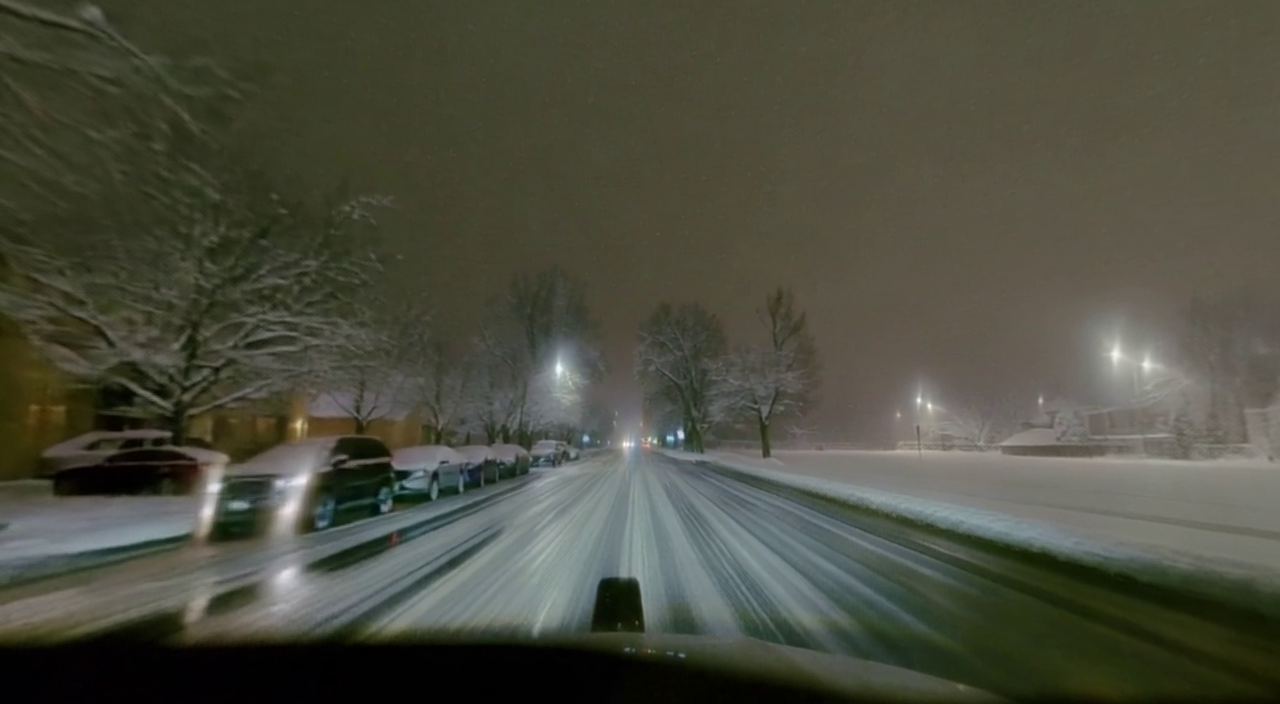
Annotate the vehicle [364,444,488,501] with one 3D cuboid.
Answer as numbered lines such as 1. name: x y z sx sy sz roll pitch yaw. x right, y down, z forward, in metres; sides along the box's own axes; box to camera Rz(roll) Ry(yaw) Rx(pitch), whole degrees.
1. vehicle: -6.505 3.678 19.871 2.074 1.502 5.098 0 -8 0

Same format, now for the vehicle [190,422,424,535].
1. vehicle: -6.501 2.516 13.211 2.020 1.842 5.116 1 -8 1

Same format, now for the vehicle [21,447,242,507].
1. vehicle: -13.869 3.414 17.426 4.189 1.450 2.196 -1 -9 -1
